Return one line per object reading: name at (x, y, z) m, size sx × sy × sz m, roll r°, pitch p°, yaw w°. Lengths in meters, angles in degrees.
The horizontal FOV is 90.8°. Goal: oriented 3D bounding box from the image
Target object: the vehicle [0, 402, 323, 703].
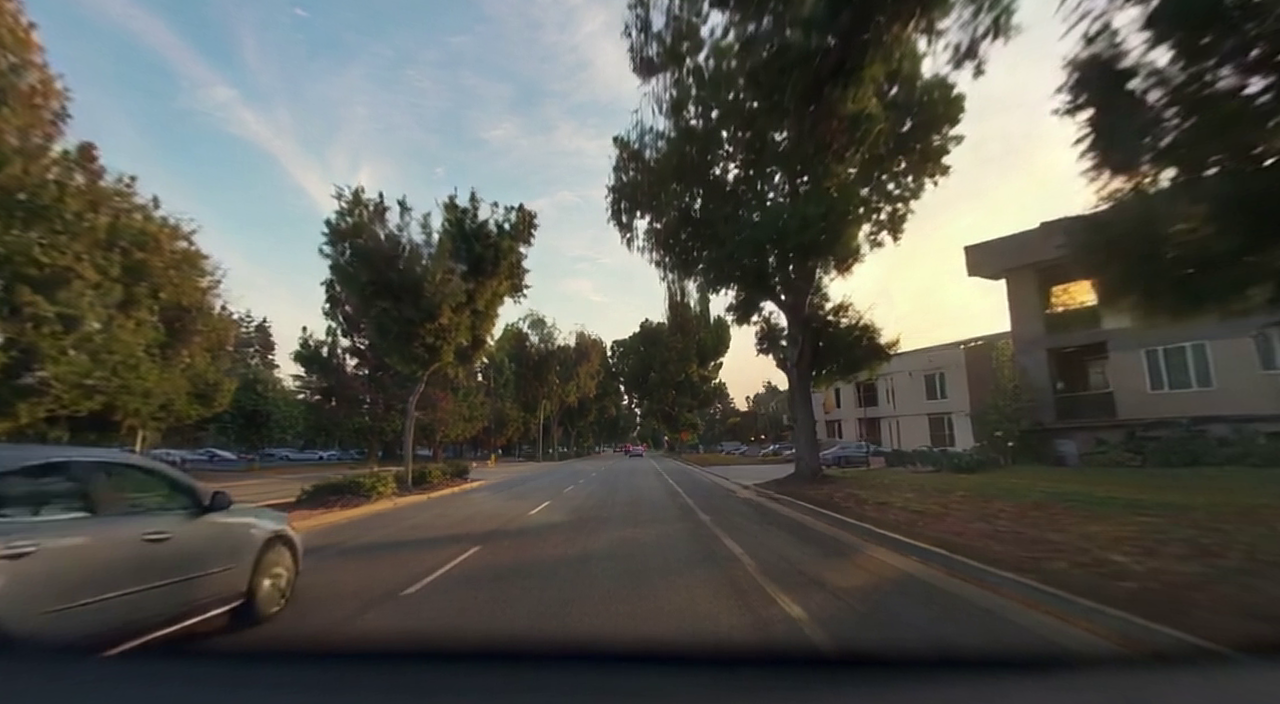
vehicle at (-3.640, 1.082, 3.199) m, size 2.030 × 1.550 × 3.925 m, roll 0°, pitch -8°, yaw 0°
